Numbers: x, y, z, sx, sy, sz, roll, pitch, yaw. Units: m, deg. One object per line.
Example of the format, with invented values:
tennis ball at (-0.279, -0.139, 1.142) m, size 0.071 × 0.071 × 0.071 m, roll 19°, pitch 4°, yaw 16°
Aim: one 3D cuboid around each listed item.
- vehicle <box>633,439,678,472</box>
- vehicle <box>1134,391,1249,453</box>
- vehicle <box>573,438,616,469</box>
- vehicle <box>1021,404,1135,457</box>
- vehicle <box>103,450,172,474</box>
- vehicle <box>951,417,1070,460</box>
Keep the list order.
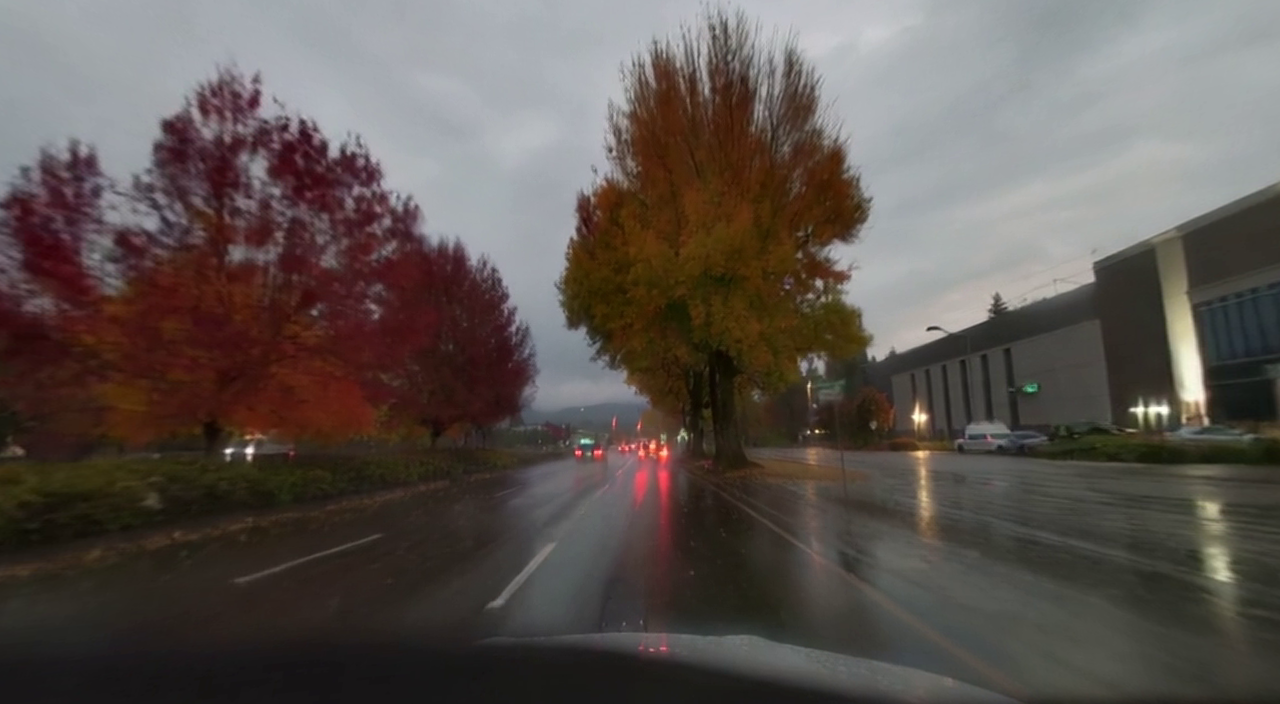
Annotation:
vehicle at (0.719, 5.001, 30.638) m, size 2.040 × 1.493 × 3.682 m, roll 0°, pitch -8°, yaw 0°
vehicle at (22.977, 2.959, 26.338) m, size 2.673 × 2.486 × 2.062 m, roll 0°, pitch -8°, yaw -1°
vehicle at (-2.603, 5.934, 37.106) m, size 2.197 × 1.709 × 4.069 m, roll 0°, pitch -8°, yaw 0°
vehicle at (23.095, 4.226, 33.468) m, size 4.440 × 2.545 × 2.105 m, roll -5°, pitch -10°, yaw 24°
vehicle at (-36.400, 7.944, 45.693) m, size 1.836 × 1.590 × 3.860 m, roll 0°, pitch -8°, yaw -1°
vehicle at (26.709, 6.297, 45.627) m, size 6.918 × 2.911 × 2.524 m, roll 0°, pitch -9°, yaw -1°
